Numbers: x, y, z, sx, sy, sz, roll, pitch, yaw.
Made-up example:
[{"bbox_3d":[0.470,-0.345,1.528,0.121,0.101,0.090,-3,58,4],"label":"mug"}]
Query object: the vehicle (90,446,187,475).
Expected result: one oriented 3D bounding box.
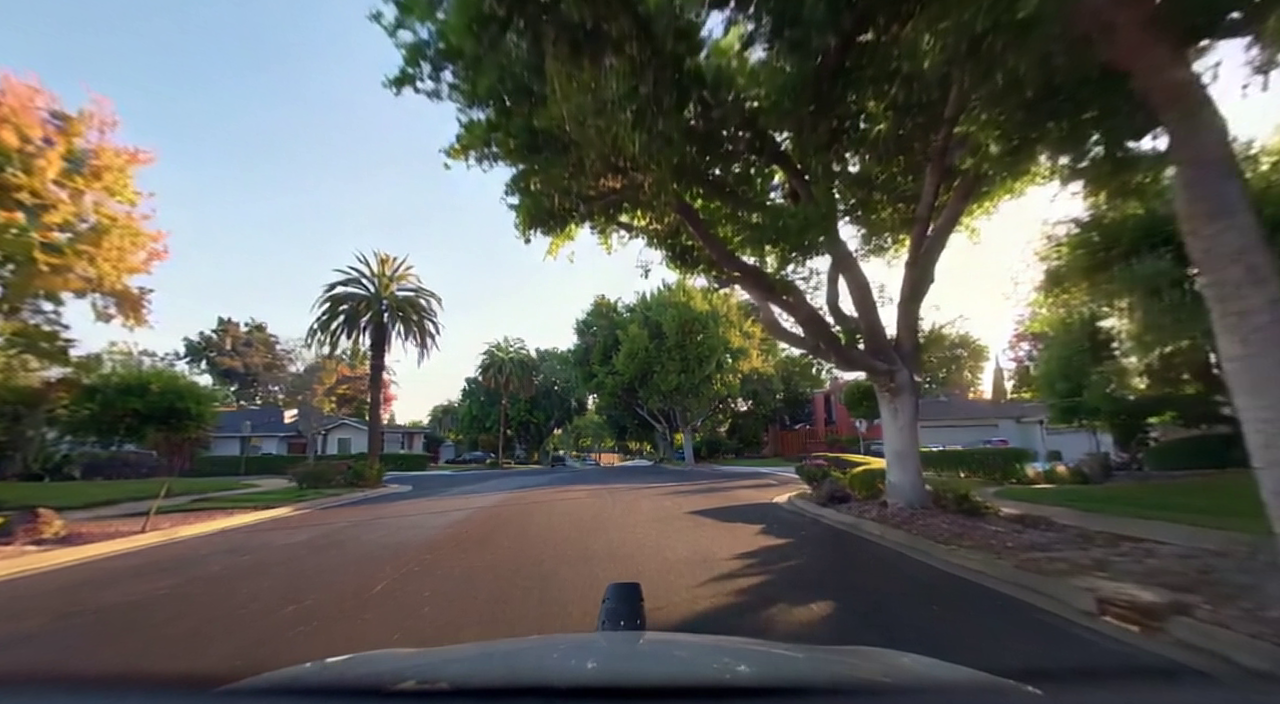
[{"bbox_3d":[-30.228,6.565,38.177,4.023,1.692,2.024,0,-11,-2],"label":"vehicle"}]
